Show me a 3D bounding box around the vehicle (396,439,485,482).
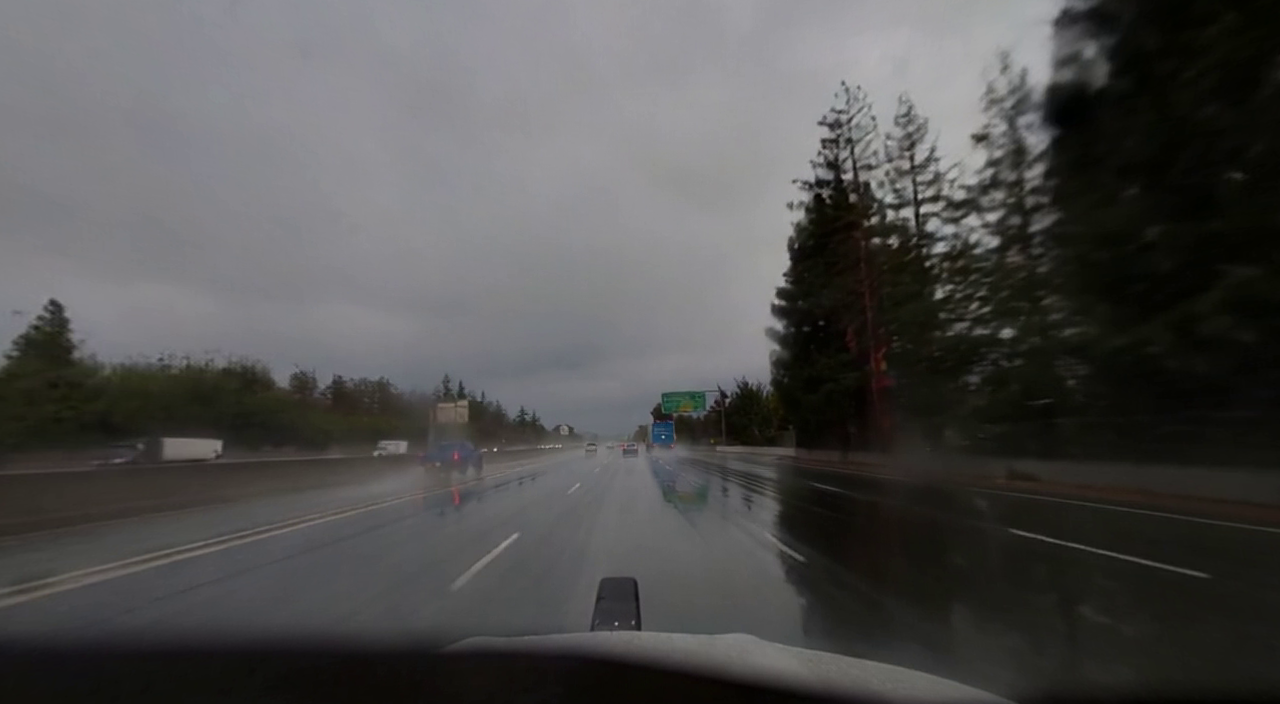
[{"bbox_3d":[-7.647,4.189,24.670,2.033,1.494,4.508,0,-8,0],"label":"vehicle"}]
